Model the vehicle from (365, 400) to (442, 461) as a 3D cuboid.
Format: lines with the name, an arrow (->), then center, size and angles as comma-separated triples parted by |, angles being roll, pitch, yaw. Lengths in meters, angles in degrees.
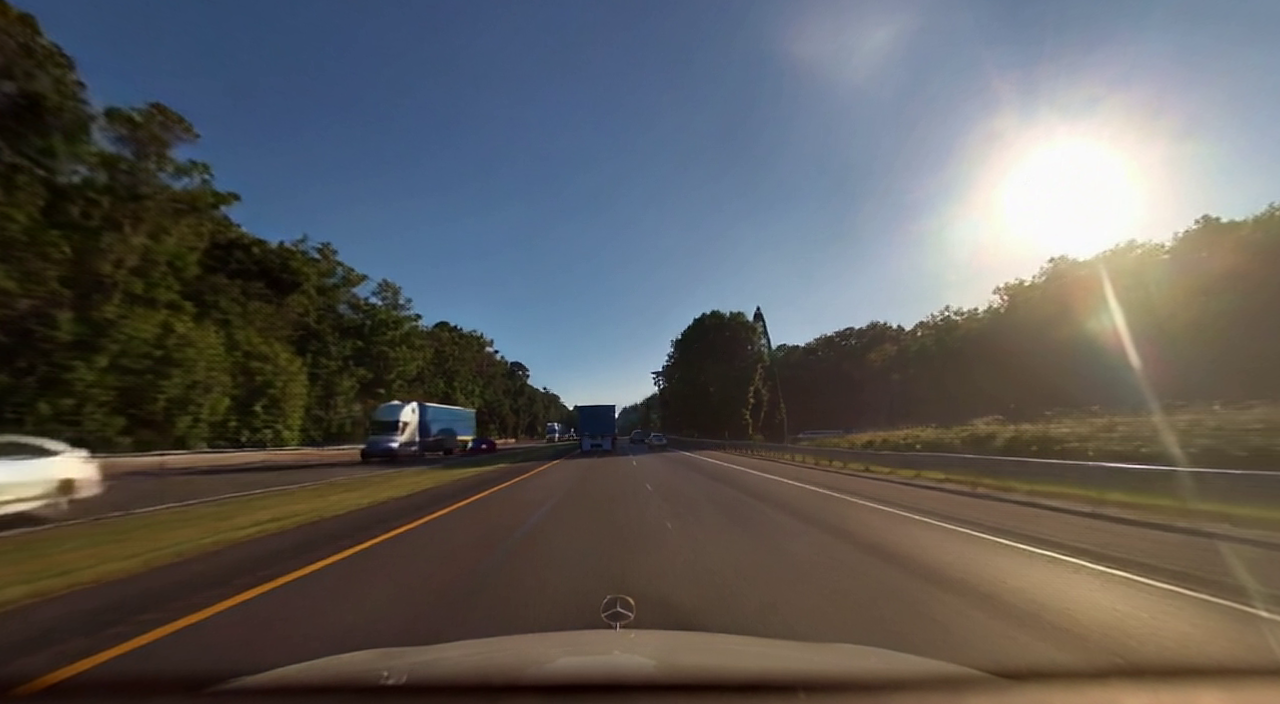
vehicle -> -15.838, 5.344, 42.585 | 2.952, 3.869, 5.852 | 0, -8, -2

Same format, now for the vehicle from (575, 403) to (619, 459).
vehicle -> -2.548, 4.905, 38.900 | 2.450, 3.098, 6.965 | 0, -8, -2
